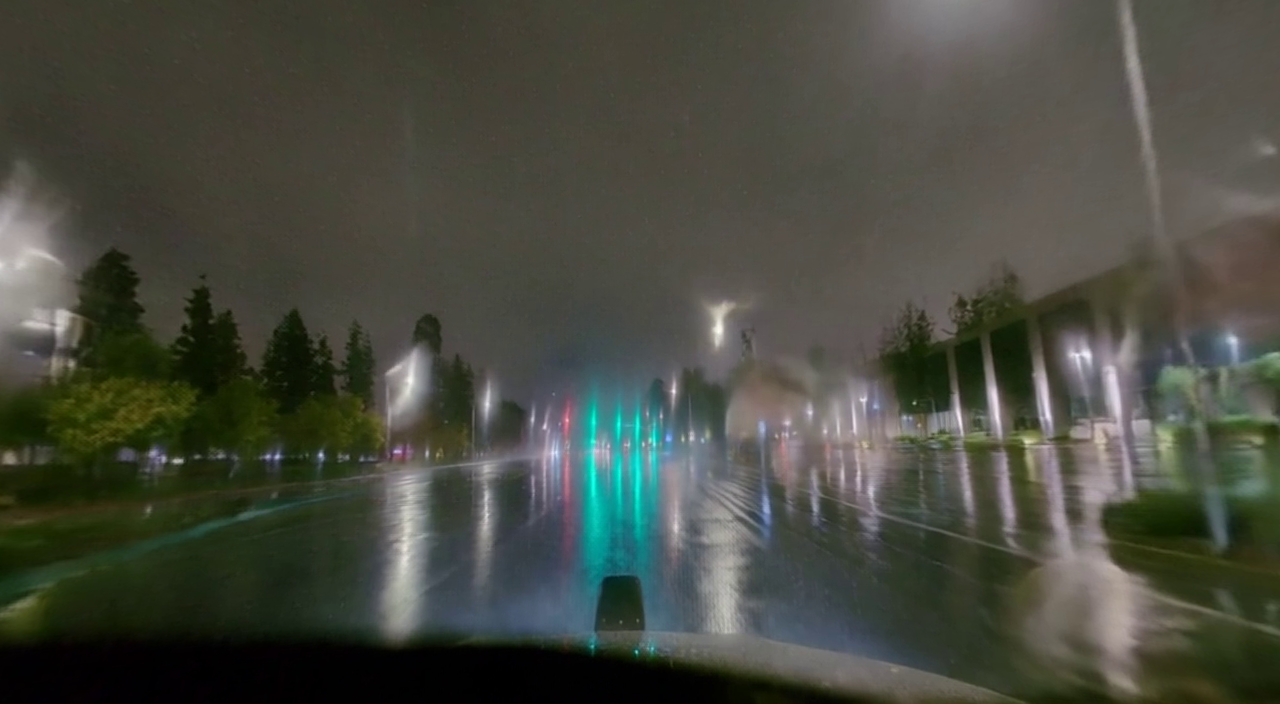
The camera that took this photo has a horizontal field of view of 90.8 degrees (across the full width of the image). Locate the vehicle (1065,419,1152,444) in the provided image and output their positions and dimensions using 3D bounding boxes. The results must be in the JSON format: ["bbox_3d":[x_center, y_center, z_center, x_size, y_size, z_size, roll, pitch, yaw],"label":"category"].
[{"bbox_3d":[32.685,5.577,44.146,4.531,1.672,1.895,0,-8,0],"label":"vehicle"}]
